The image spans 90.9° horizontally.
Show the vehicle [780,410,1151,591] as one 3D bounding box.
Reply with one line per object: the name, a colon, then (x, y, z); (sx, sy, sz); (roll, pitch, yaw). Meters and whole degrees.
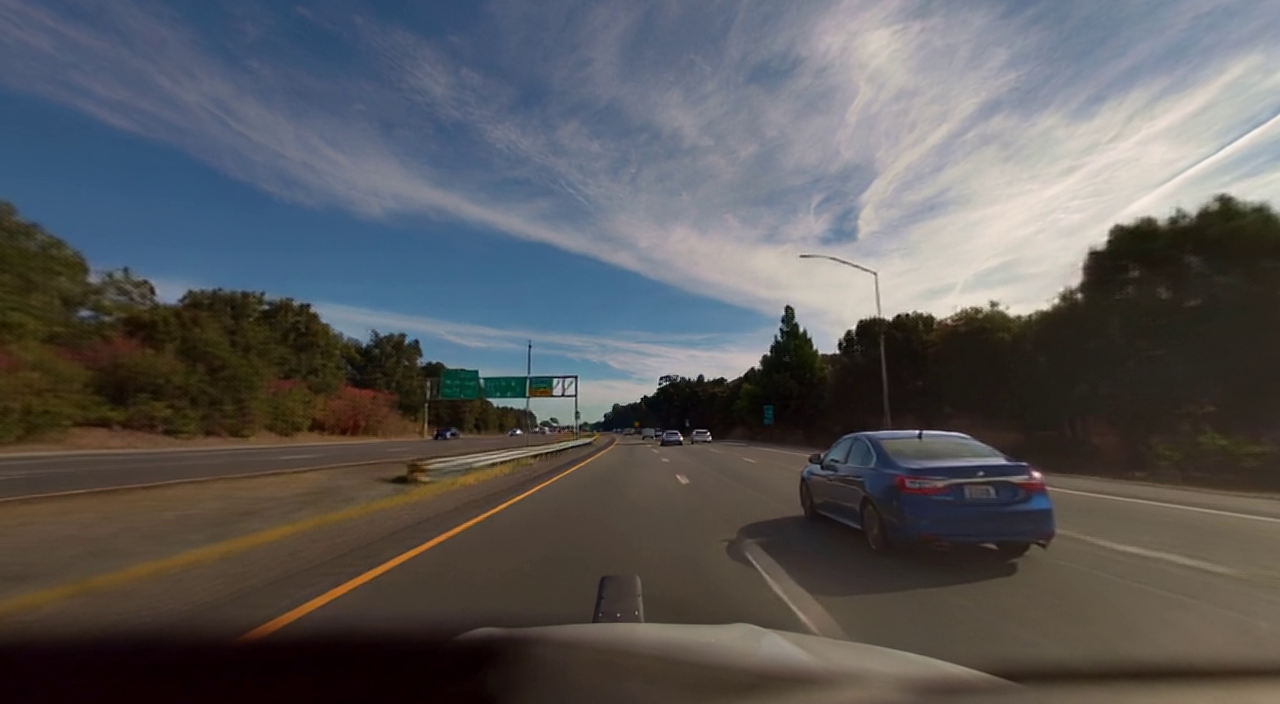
vehicle: (3.099, 1.486, 7.240); (1.977, 1.443, 4.225); (0, -8, -1)
